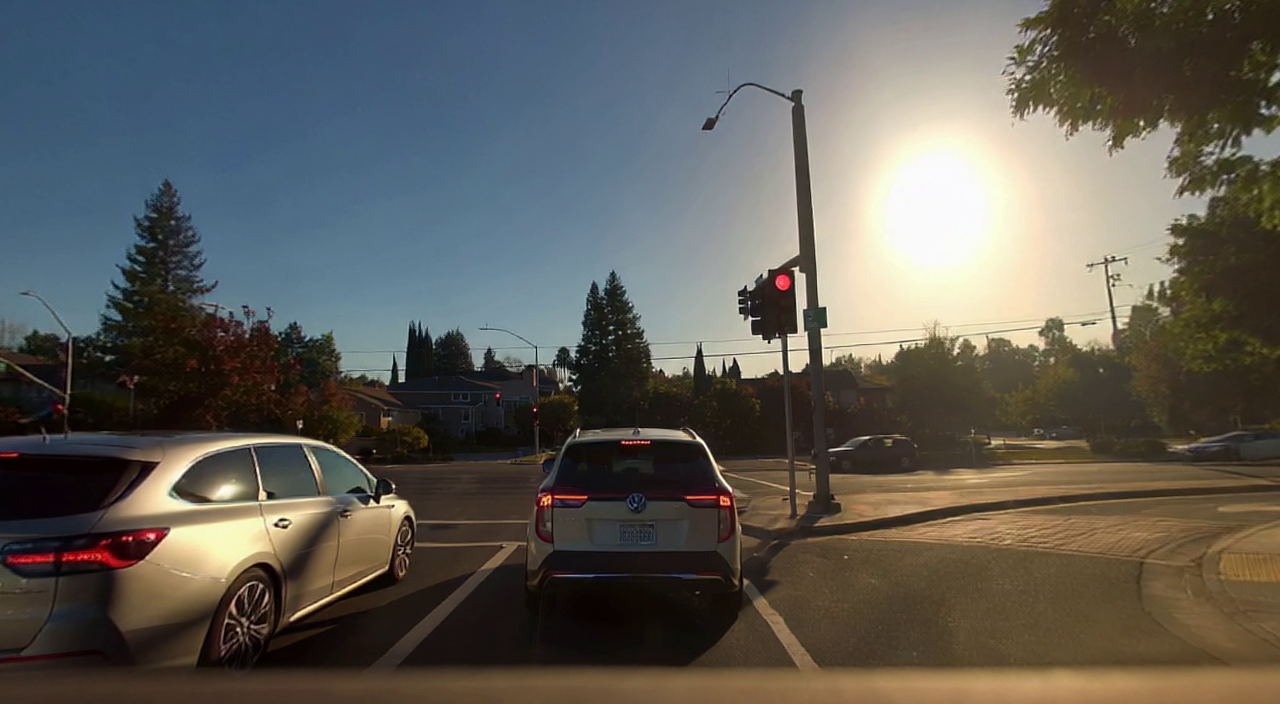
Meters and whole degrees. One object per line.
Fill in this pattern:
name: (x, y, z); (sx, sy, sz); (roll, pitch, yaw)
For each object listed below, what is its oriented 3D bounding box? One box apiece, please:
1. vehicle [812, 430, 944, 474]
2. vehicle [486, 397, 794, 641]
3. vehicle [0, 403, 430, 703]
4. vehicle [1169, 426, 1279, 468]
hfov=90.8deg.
vehicle: (10.061, 4.274, 27.078); (4.887, 1.769, 2.035); (-1, -9, 6)
vehicle: (-0.140, 1.472, 6.564); (2.154, 1.670, 4.140); (1, -9, -4)
vehicle: (-3.294, 1.278, 4.719); (2.035, 1.492, 4.415); (0, -9, -2)
vehicle: (24.700, 3.841, 25.535); (4.670, 1.616, 1.926); (-1, -9, 6)
